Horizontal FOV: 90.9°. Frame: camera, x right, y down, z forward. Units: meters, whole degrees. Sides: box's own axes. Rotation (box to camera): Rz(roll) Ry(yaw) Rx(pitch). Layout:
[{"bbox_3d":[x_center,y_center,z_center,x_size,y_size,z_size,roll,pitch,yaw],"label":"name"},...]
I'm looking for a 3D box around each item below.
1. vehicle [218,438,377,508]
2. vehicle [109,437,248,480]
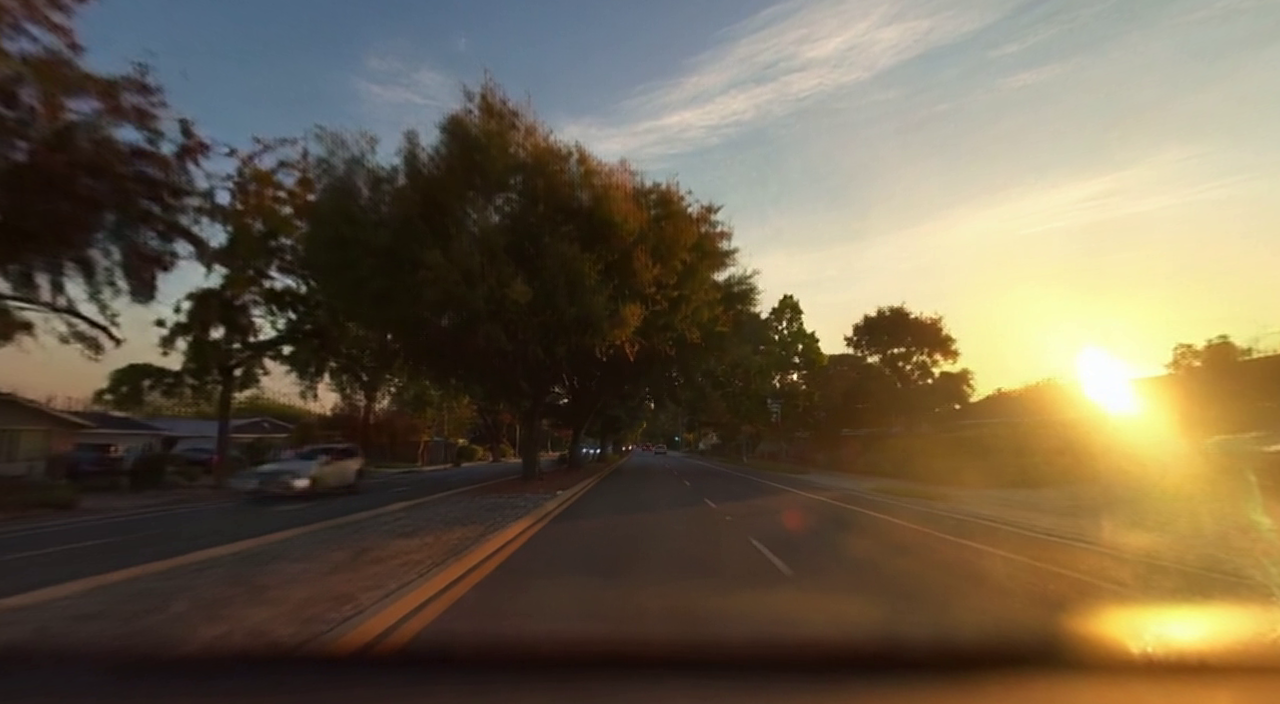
[{"bbox_3d":[-9.479,3.359,18.018,2.009,1.709,4.664,0,-8,-1],"label":"vehicle"},{"bbox_3d":[-24.362,5.623,33.441,5.636,1.965,2.262,-2,-7,1],"label":"vehicle"}]
